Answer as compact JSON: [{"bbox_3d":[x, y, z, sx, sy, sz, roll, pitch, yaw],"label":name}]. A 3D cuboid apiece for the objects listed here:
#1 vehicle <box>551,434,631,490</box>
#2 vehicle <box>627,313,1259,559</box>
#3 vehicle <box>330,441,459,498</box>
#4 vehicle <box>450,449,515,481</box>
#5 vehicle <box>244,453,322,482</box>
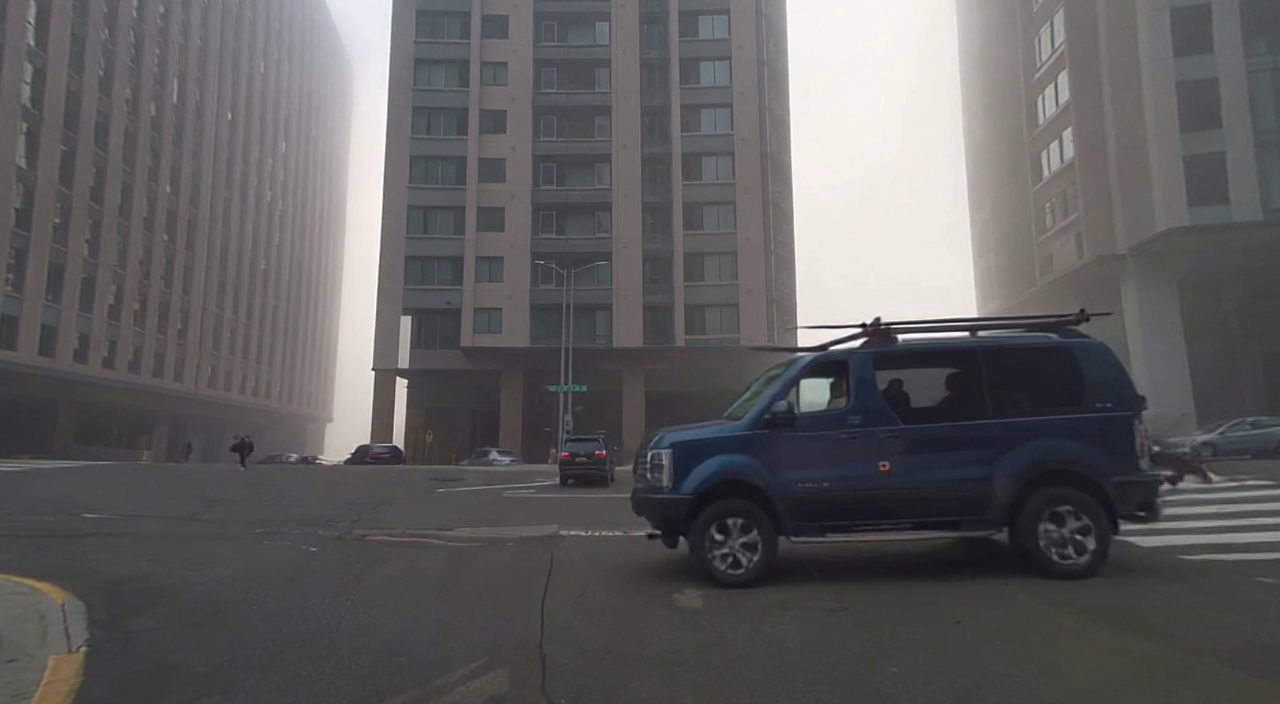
[{"bbox_3d":[-1.591,3.812,22.165,2.144,1.733,4.115,-1,-8,5],"label":"vehicle"},{"bbox_3d":[3.362,1.120,8.441,6.932,2.753,2.446,-1,-8,2],"label":"vehicle"},{"bbox_3d":[-8.221,3.967,21.723,2.395,1.719,4.549,-1,-8,3],"label":"vehicle"},{"bbox_3d":[-7.865,5.677,31.949,2.164,1.494,4.235,0,-8,0],"label":"vehicle"},{"bbox_3d":[-19.463,6.303,34.486,3.467,1.456,1.649,4,-9,-24],"label":"vehicle"}]
